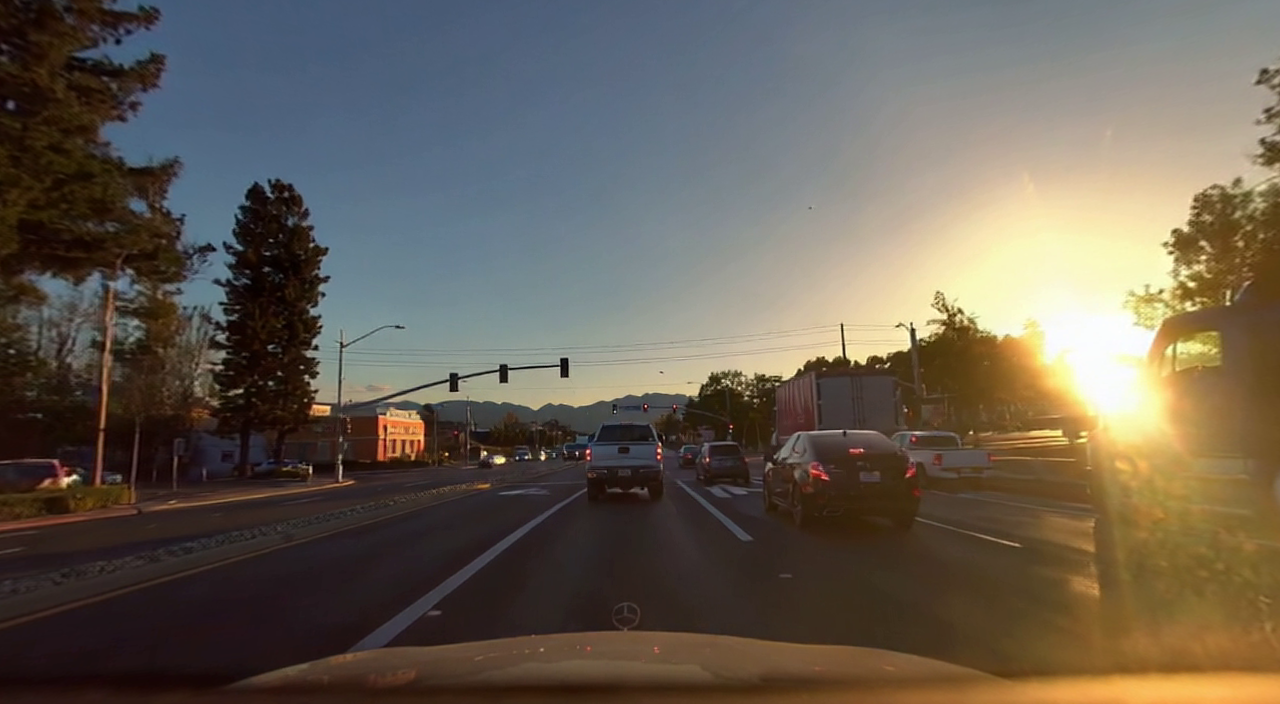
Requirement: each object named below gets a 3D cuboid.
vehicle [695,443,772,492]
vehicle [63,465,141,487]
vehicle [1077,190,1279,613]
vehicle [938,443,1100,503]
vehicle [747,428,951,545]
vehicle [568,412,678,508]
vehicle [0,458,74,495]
[{"bbox_3d":[3.102,3.922,21.851,1.922,1.483,4.436,0,-9,-1],"label":"vehicle"},{"bbox_3d":[-38.057,8.775,44.711,4.150,1.474,1.826,-2,-9,11],"label":"vehicle"},{"bbox_3d":[6.486,0.146,3.423,2.802,3.322,7.429,0,-9,0],"label":"vehicle"},{"bbox_3d":[10.408,3.321,17.821,1.768,1.472,4.350,0,-9,-1],"label":"vehicle"},{"bbox_3d":[3.307,2.234,11.255,1.905,1.587,4.998,0,-9,0],"label":"vehicle"},{"bbox_3d":[-0.420,2.849,17.019,2.499,2.183,5.111,0,-9,-1],"label":"vehicle"},{"bbox_3d":[-28.611,5.686,29.076,1.730,1.534,3.922,1,-9,-7],"label":"vehicle"}]
